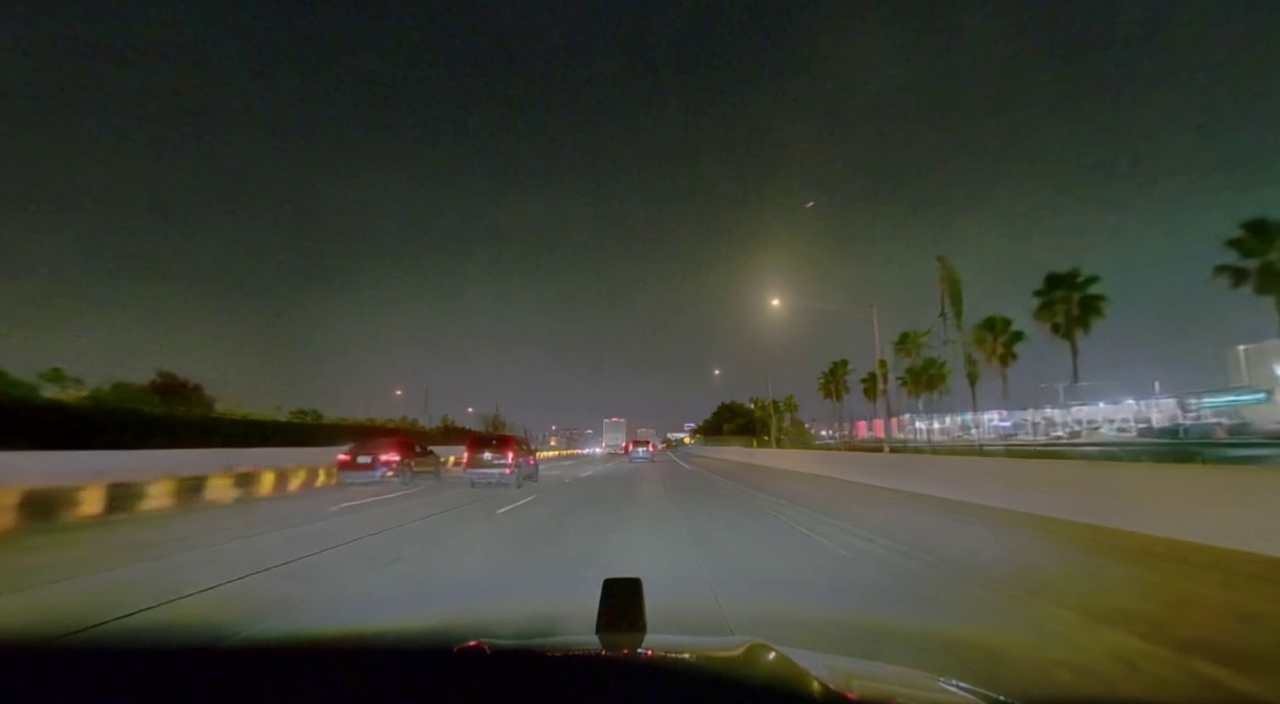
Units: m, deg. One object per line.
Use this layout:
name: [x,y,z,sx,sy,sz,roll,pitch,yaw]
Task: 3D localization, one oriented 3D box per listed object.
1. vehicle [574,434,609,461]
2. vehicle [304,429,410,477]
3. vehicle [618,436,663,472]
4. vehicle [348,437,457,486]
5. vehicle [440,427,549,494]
vehicle: [-3.674,7.374,48.791,2.203,1.958,4.848,0,-8,2]
vehicle: [-11.899,4.273,26.999,2.077,1.829,5.101,0,-8,1]
vehicle: [0.060,5.114,31.935,2.136,1.678,4.052,0,-8,1]
vehicle: [-7.953,3.683,21.595,1.949,1.476,4.410,0,-8,1]
vehicle: [-4.168,3.186,18.937,2.108,1.740,4.549,0,-8,1]
